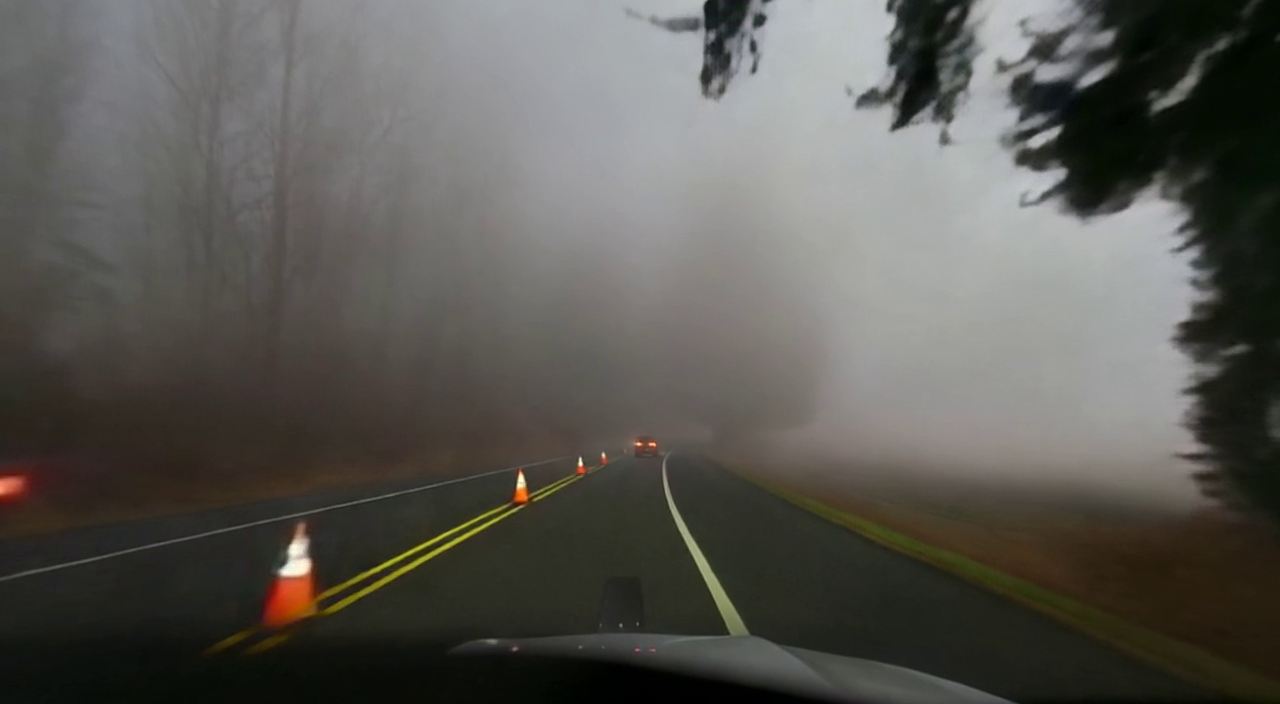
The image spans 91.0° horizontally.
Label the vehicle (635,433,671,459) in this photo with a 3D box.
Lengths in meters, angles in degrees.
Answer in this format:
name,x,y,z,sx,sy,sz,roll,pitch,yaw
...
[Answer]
name,x,y,z,sx,sy,sz,roll,pitch,yaw
vehicle,0.861,5.775,38.730,2.042,1.489,3.963,-1,-9,3
